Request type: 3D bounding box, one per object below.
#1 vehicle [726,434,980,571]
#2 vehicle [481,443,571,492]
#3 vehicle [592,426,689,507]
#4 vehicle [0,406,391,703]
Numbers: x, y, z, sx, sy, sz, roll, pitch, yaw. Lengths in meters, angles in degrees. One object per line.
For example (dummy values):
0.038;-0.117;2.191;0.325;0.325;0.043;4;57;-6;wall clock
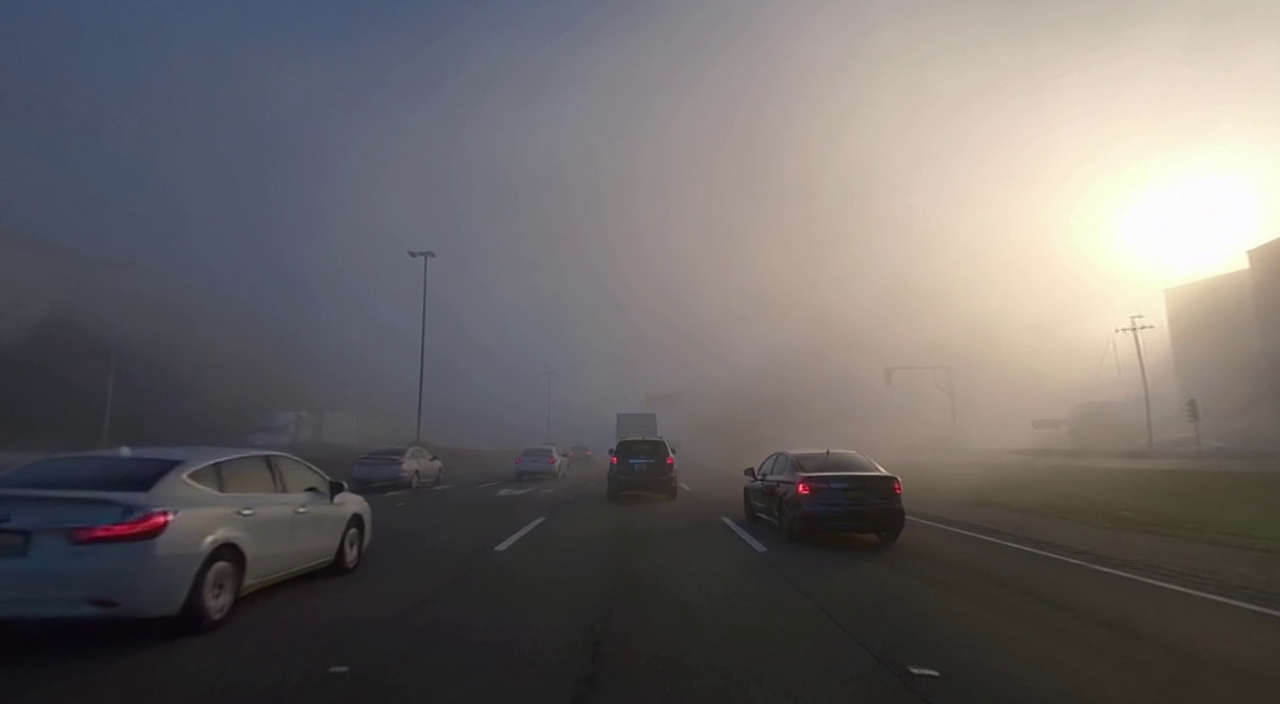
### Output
2.661;1.996;9.234;2.018;1.470;4.491;0;-9;-2;vehicle
-3.670;3.807;21.182;2.132;1.464;4.481;0;-9;1;vehicle
0.028;2.828;15.968;2.152;1.779;3.924;0;-9;1;vehicle
-3.769;1.316;4.970;1.883;1.500;4.161;0;-9;0;vehicle
